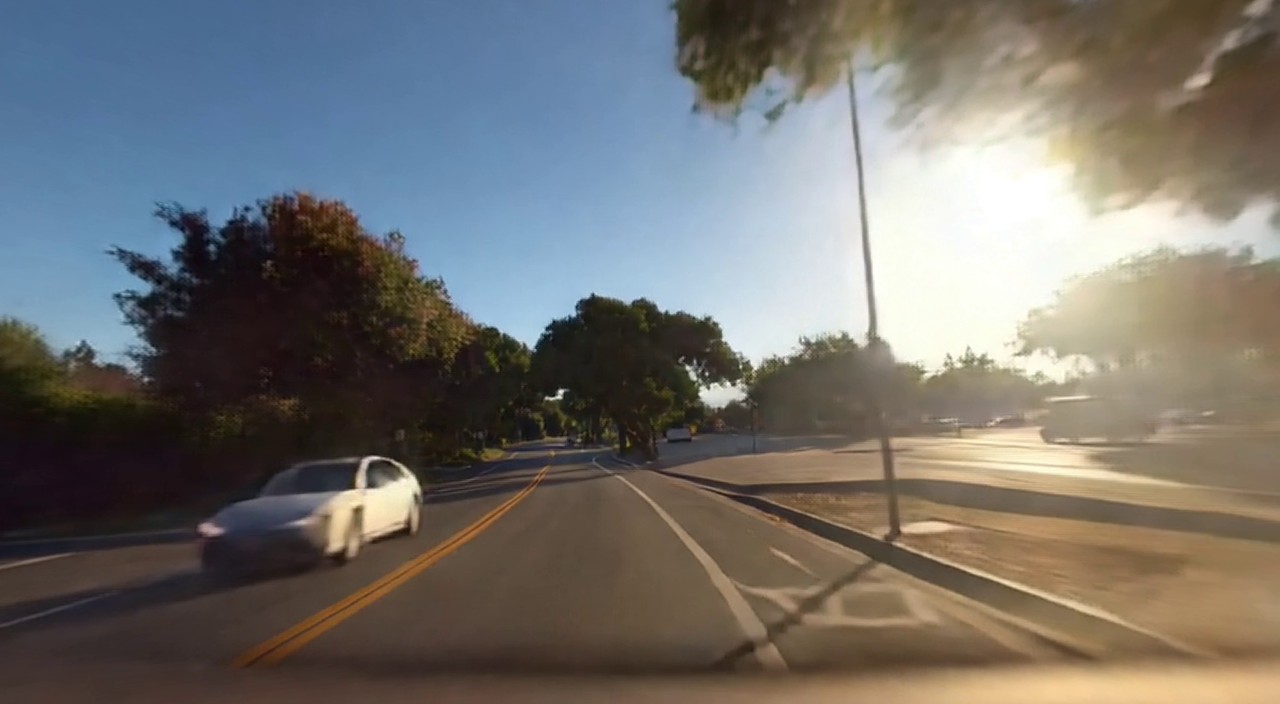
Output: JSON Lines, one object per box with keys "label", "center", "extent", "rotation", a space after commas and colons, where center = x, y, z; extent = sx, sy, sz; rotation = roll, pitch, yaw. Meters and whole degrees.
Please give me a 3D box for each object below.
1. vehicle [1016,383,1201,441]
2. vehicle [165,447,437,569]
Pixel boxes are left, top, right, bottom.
{"label": "vehicle", "center": [28.694, 3.739, 38.921], "extent": [8.774, 3.004, 2.914], "rotation": [-3, -7, 2]}
{"label": "vehicle", "center": [-5.042, 2.332, 10.313], "extent": [2.125, 1.440, 4.450], "rotation": [-1, -8, -2]}
